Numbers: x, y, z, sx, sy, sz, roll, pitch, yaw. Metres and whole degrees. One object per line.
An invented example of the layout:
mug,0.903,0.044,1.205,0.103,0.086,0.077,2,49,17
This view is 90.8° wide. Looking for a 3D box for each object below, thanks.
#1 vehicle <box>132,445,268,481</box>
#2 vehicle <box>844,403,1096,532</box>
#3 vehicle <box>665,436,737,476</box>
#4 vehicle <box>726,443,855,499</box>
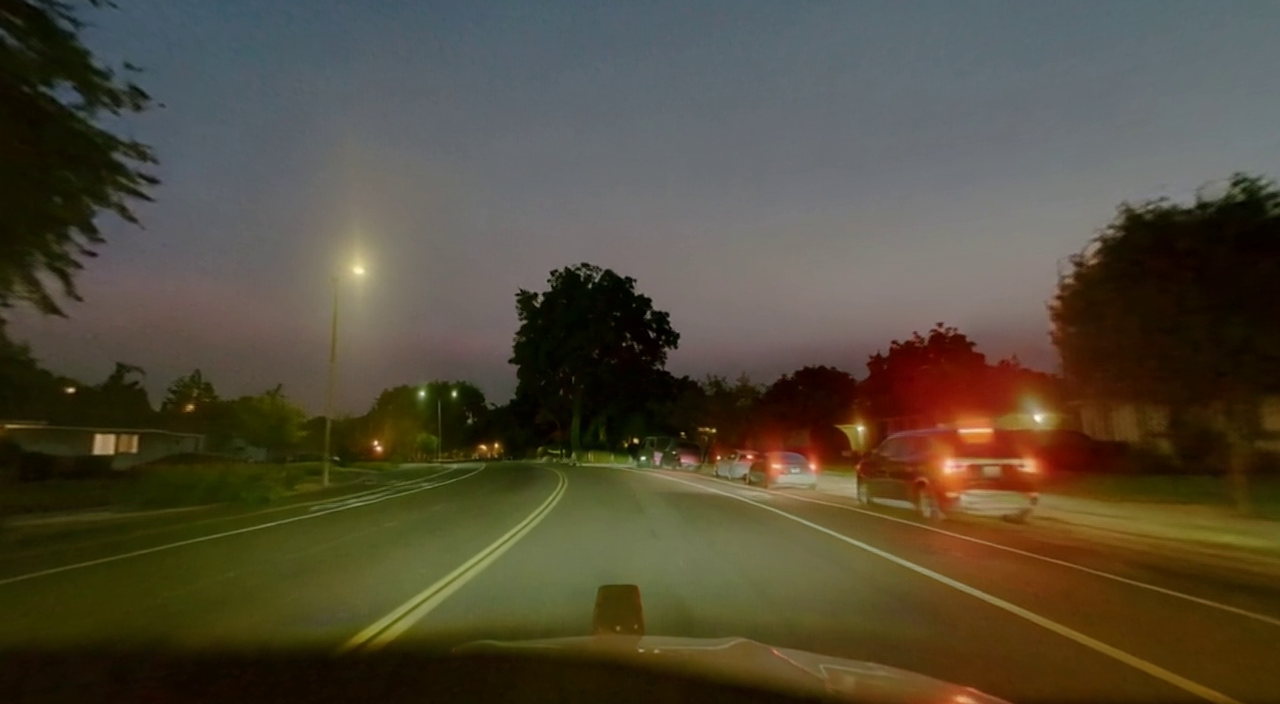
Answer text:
vehicle,-19.514,4.917,28.253,4.502,1.511,1.939,2,-9,-13
vehicle,6.261,2.265,12.948,2.305,2.111,4.965,0,-8,-2
vehicle,3.367,6.000,36.704,2.670,2.085,6.775,1,-8,-7
vehicle,5.204,4.181,22.804,2.713,1.671,4.939,1,-8,-10
